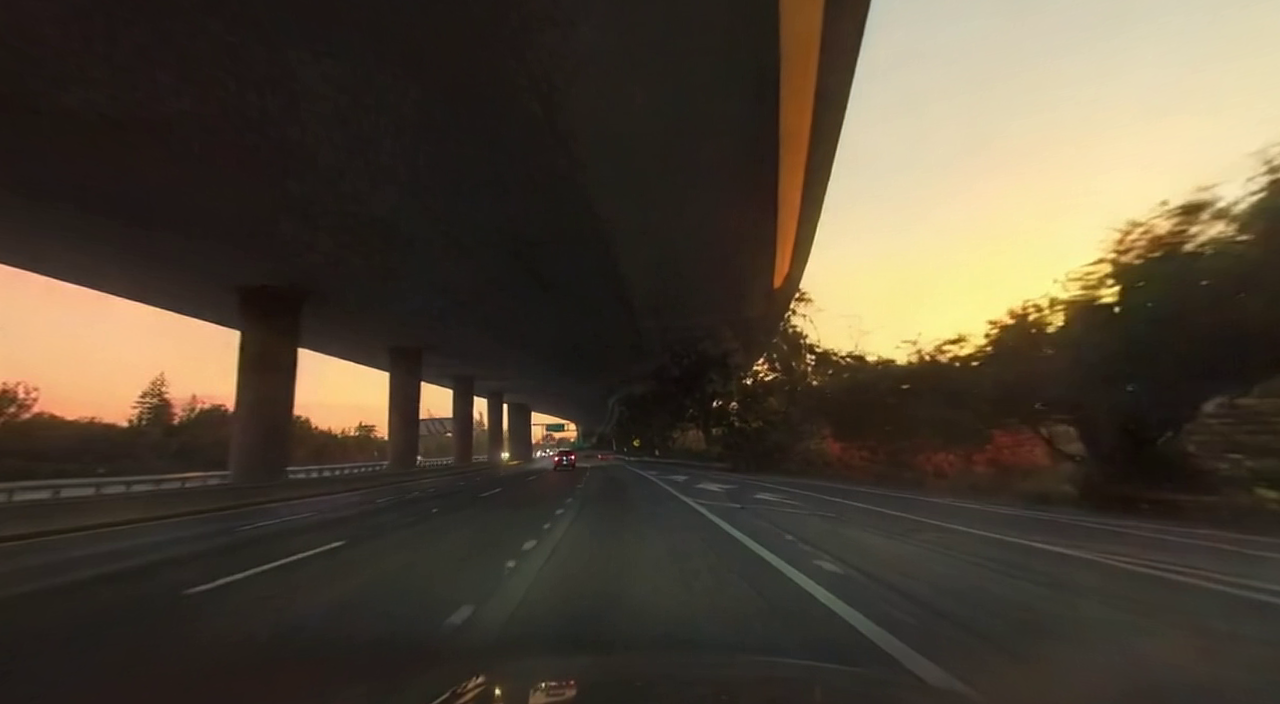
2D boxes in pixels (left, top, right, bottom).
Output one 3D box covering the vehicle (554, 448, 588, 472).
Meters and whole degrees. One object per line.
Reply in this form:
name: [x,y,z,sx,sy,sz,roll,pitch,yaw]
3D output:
vehicle: [-4.943,7.772,45.352,2.248,1.619,3.848,0,-9,-4]
